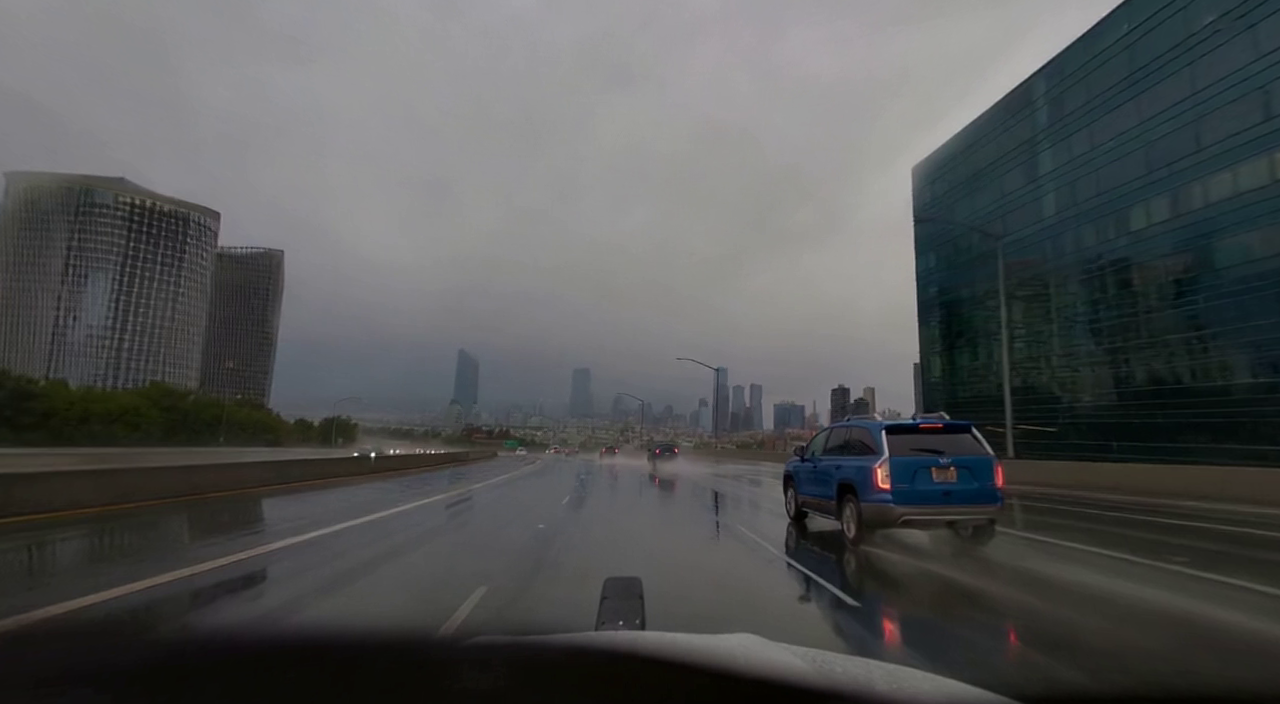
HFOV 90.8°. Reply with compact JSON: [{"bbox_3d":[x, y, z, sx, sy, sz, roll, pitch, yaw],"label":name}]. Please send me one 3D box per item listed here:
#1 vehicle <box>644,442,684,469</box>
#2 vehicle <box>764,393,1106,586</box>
[{"bbox_3d":[1.613,7.213,44.148,2.110,1.780,4.682,1,-9,-6],"label":"vehicle"},{"bbox_3d":[3.267,1.632,8.301,2.182,1.826,4.392,0,-9,-3],"label":"vehicle"}]
